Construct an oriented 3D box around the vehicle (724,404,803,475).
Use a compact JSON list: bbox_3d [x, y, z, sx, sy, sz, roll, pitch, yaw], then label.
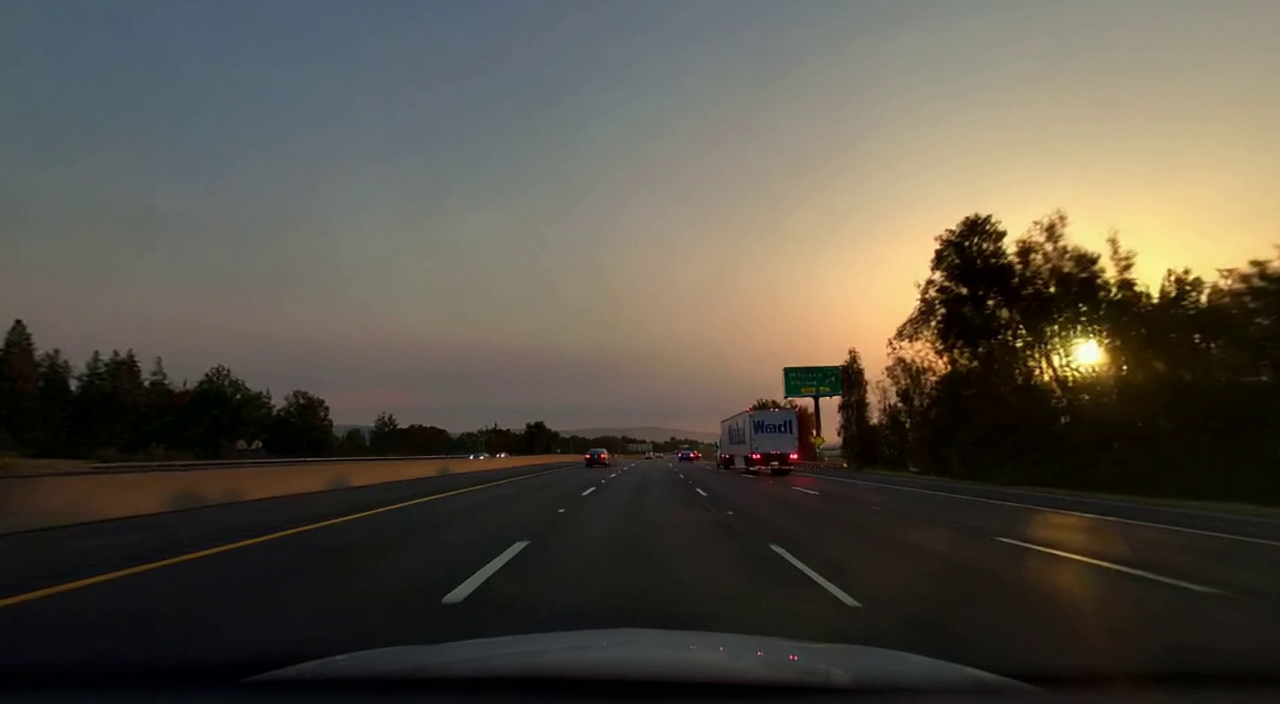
[{"bbox_3d":[8.319,6.357,44.962,2.912,4.143,15.538,0,-9,1],"label":"vehicle"}]
